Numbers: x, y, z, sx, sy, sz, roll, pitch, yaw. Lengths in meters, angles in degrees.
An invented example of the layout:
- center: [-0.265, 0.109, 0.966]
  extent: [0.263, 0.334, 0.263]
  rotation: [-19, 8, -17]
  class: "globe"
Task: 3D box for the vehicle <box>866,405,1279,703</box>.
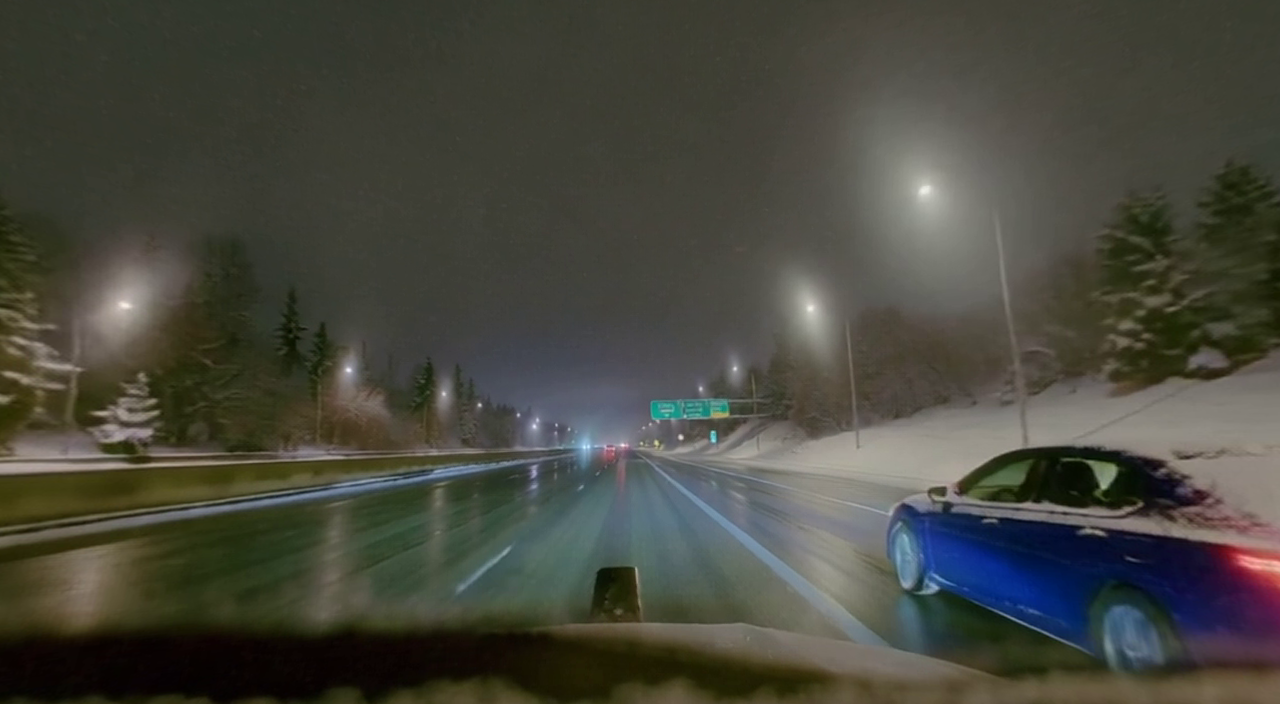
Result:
- center: [3.416, 1.227, 4.276]
  extent: [1.989, 1.479, 4.670]
  rotation: [0, -9, -1]
  class: "vehicle"
